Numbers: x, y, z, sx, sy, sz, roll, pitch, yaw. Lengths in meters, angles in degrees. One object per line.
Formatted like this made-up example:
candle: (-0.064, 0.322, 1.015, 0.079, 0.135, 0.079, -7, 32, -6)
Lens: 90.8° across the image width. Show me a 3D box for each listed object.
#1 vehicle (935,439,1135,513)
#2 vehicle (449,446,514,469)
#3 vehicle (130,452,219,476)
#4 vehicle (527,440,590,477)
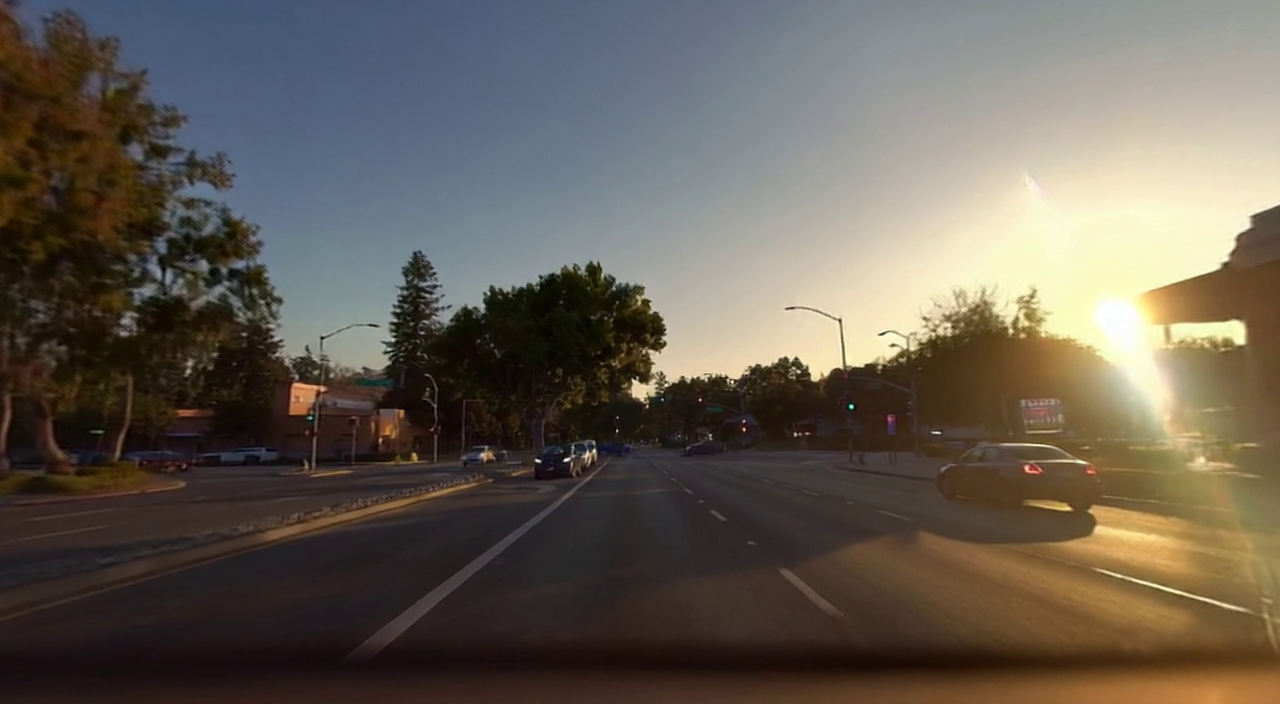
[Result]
vehicle: (8.959, 2.820, 14.883, 1.936, 1.460, 4.258, 0, -8, 0)
vehicle: (-10.620, 7.074, 42.623, 1.873, 1.485, 4.382, -4, -9, 24)
vehicle: (-32.050, 7.677, 43.514, 5.228, 1.539, 2.009, -3, -9, 16)
vehicle: (-3.507, 4.711, 28.128, 2.121, 1.481, 4.708, 0, -8, 1)
